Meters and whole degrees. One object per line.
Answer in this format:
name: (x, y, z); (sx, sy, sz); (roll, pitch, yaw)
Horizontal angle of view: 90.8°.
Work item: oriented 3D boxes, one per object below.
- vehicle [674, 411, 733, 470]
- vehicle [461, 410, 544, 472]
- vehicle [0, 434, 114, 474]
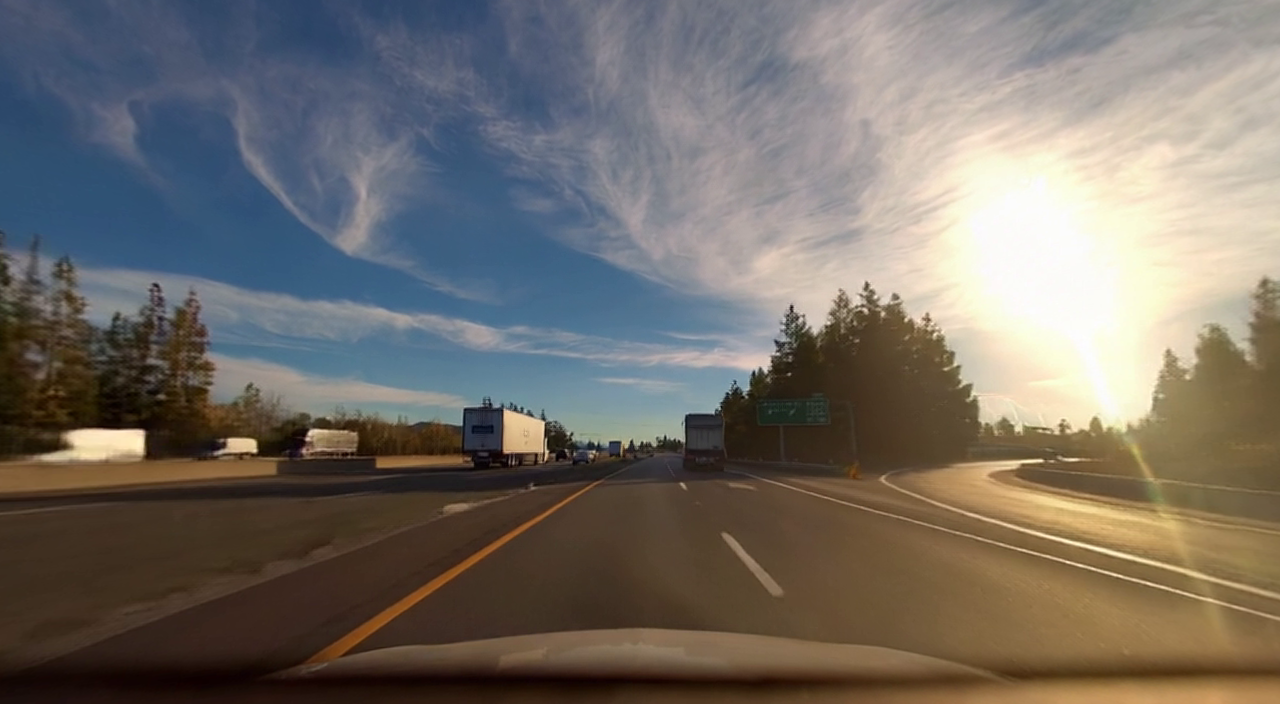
vehicle: (4.299, 6.552, 45.827); (2.928, 3.595, 13.975); (0, -9, 0)
vehicle: (-10.185, 6.976, 48.774); (2.891, 4.062, 14.230); (-1, -9, 1)
vehicle: (-27.280, 4.698, 29.037); (2.024, 1.689, 4.613); (-1, -9, 2)
